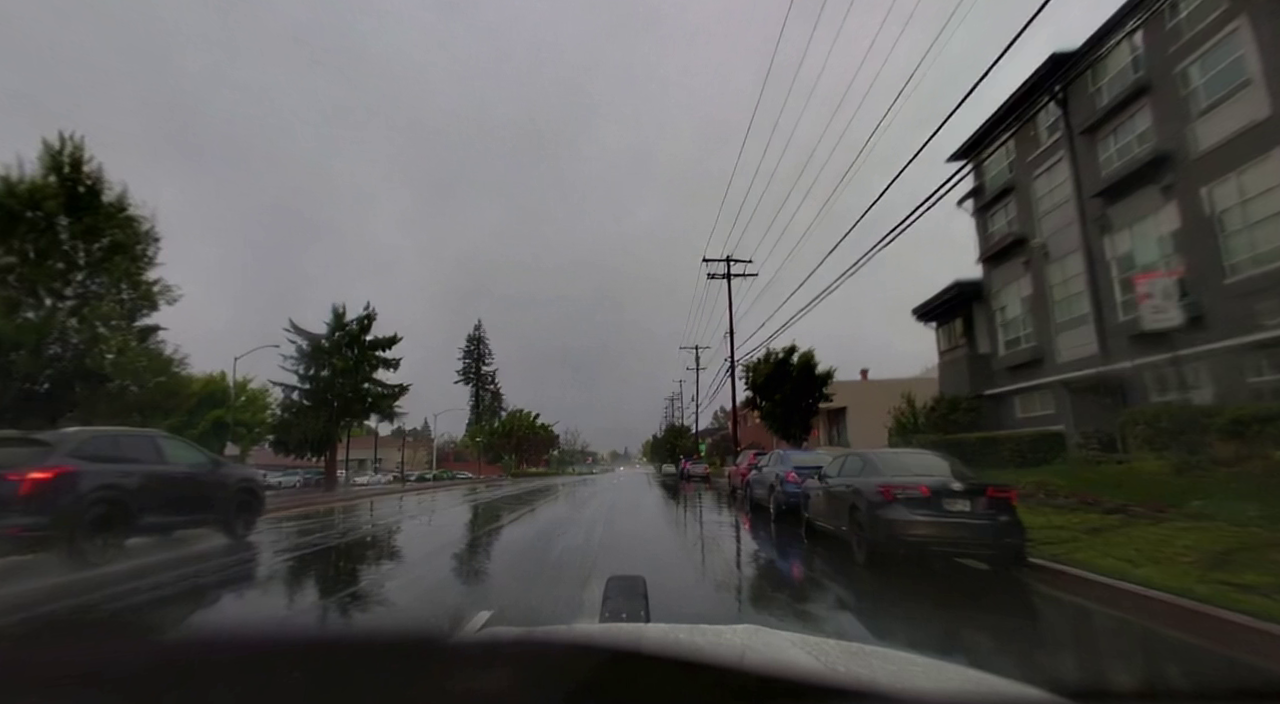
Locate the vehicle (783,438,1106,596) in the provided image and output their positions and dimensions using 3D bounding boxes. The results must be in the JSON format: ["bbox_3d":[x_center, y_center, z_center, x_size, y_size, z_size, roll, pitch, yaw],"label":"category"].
[{"bbox_3d":[3.415,1.912,8.341,2.016,1.477,4.620,0,-8,1],"label":"vehicle"}]

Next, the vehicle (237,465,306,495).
[{"bbox_3d":[-25.603,8.879,44.051,1.894,1.787,4.711,0,-8,1],"label":"vehicle"}]

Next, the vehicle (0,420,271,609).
[{"bbox_3d":[-6.708,1.719,7.408,2.000,1.671,4.497,0,-8,0],"label":"vehicle"}]

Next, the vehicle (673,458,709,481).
[{"bbox_3d":[3.684,8.614,46.402,2.259,1.500,4.474,0,-8,0],"label":"vehicle"}]
